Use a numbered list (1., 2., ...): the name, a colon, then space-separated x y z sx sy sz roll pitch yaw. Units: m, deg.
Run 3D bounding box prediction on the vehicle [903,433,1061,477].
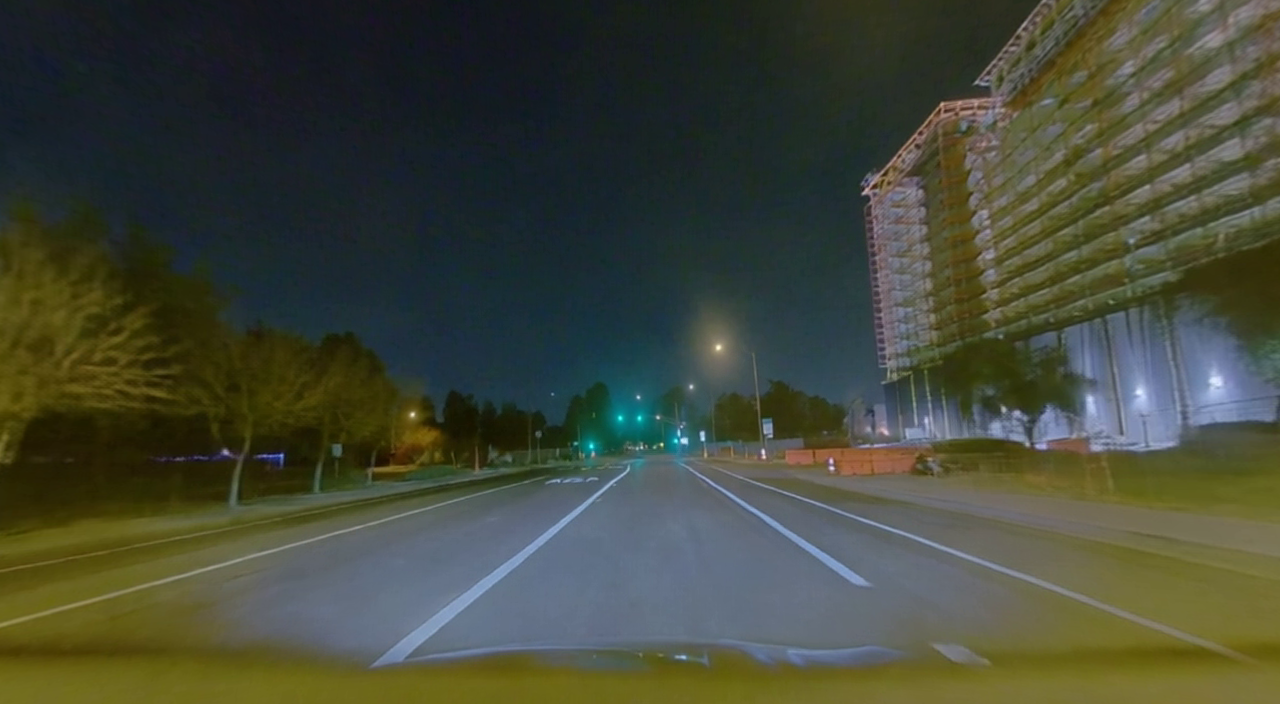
1. vehicle: 11.601 3.536 21.680 4.251 1.418 1.896 -1 -8 3
